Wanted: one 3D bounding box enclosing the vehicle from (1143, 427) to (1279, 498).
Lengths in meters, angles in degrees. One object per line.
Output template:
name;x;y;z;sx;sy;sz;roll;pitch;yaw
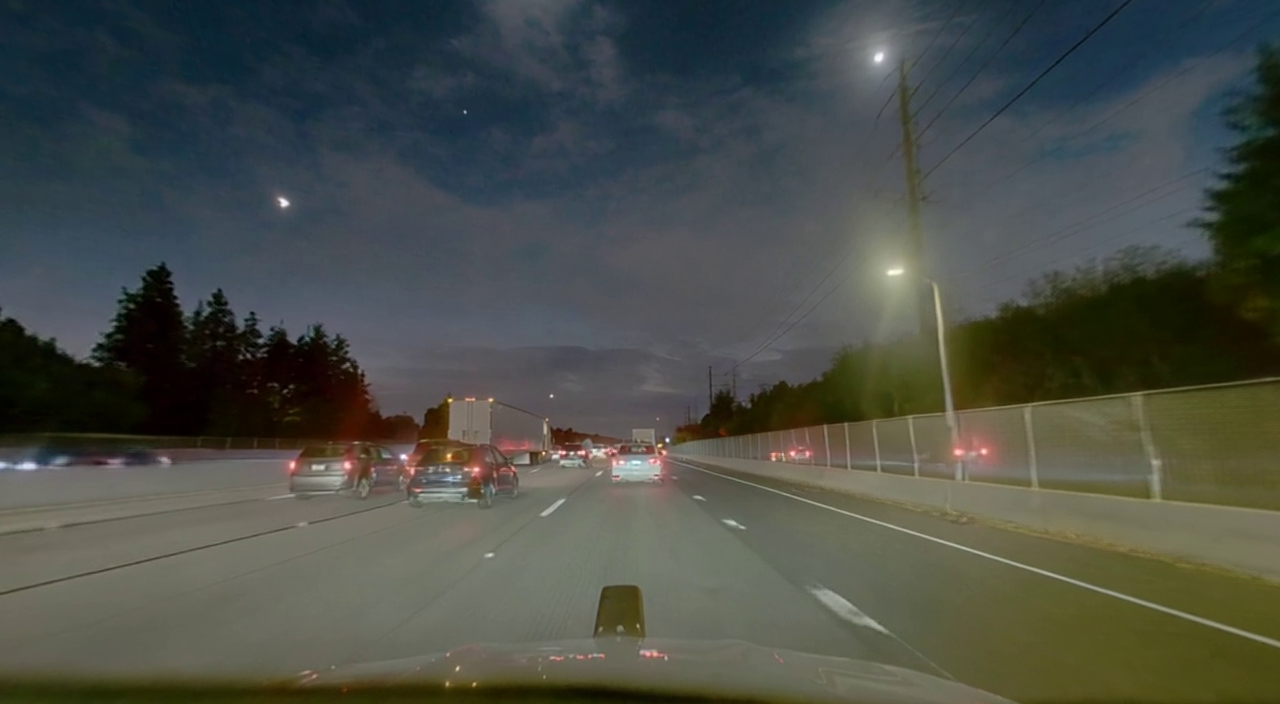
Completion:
vehicle;14.314;2.455;14.214;1.949;1.472;4.795;0;-9;-1

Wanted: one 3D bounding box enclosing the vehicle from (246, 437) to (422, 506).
vehicle;-7.663;3.021;16.521;2.165;1.511;4.810;0;-9;0

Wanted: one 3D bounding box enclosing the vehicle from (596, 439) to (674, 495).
vehicle;-0.160;3.368;18.812;2.089;1.477;3.818;0;-9;-1

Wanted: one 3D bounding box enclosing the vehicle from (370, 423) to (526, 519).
vehicle;-3.848;2.467;13.561;1.923;1.716;4.289;0;-9;1

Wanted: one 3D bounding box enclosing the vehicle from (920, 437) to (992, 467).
vehicle;17.940;5.721;36.167;1.936;1.591;4.362;0;-9;1

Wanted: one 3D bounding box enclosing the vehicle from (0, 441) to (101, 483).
vehicle;-27.087;4.838;28.093;2.017;1.724;4.861;0;-9;-1

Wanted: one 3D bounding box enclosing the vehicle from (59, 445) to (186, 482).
vehicle;-23.623;5.076;29.118;1.910;1.556;4.668;0;-9;-1

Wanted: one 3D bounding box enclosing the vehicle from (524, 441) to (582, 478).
vehicle;-3.744;4.692;27.778;1.870;1.485;4.304;0;-9;1
